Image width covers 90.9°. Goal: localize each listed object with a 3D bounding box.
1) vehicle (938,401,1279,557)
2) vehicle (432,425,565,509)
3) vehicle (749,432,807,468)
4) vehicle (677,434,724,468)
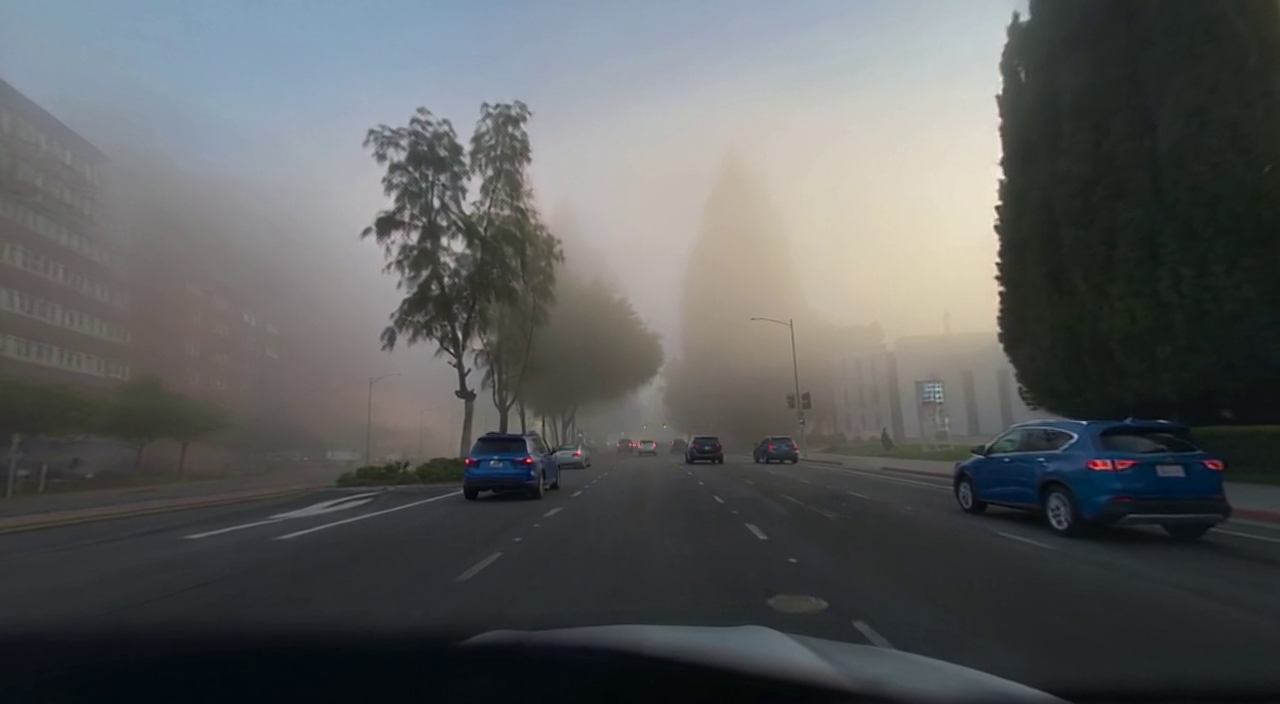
[{"bbox_3d":[6.432,1.717,9.135,2.088,1.666,4.512,-1,-9,1],"label":"vehicle"},{"bbox_3d":[-3.200,2.721,15.309,2.141,1.719,4.379,-1,-9,1],"label":"vehicle"},{"bbox_3d":[7.421,5.312,34.256,2.076,1.793,4.464,0,-9,-1],"label":"vehicle"},{"bbox_3d":[3.395,5.673,36.255,2.178,1.804,4.766,0,-9,0],"label":"vehicle"}]
